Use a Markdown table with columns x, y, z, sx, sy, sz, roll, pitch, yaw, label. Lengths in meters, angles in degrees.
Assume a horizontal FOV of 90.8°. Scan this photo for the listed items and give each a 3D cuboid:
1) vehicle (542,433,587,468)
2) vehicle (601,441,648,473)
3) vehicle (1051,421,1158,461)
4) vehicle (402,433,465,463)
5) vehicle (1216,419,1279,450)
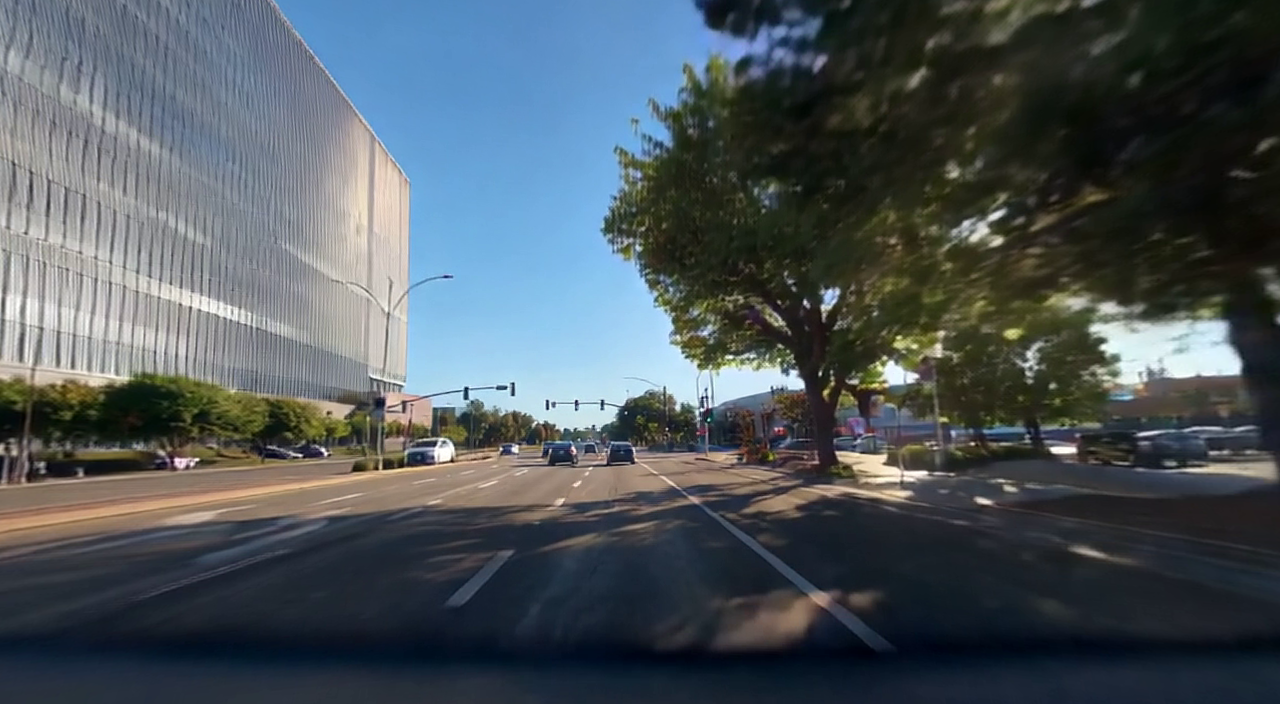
| x | y | z | sx | sy | sz | roll | pitch | yaw | label |
| --- | --- | --- | --- | --- | --- | --- | --- | --- | --- |
| -4.125 | 5.454 | 35.178 | 2.001 | 1.784 | 4.483 | 0 | -8 | -1 | vehicle |
| -0.778 | 4.963 | 30.093 | 2.050 | 1.385 | 4.096 | 0 | -8 | -2 | vehicle |
| 20.966 | 3.989 | 28.779 | 1.841 | 1.555 | 4.431 | -5 | -6 | 7 | vehicle |
| -16.118 | 7.587 | 49.943 | 2.680 | 2.131 | 6.995 | -1 | -8 | -1 | vehicle |
| 37.972 | 4.959 | 37.957 | 4.381 | 1.724 | 2.037 | -2 | -9 | 7 | vehicle |
